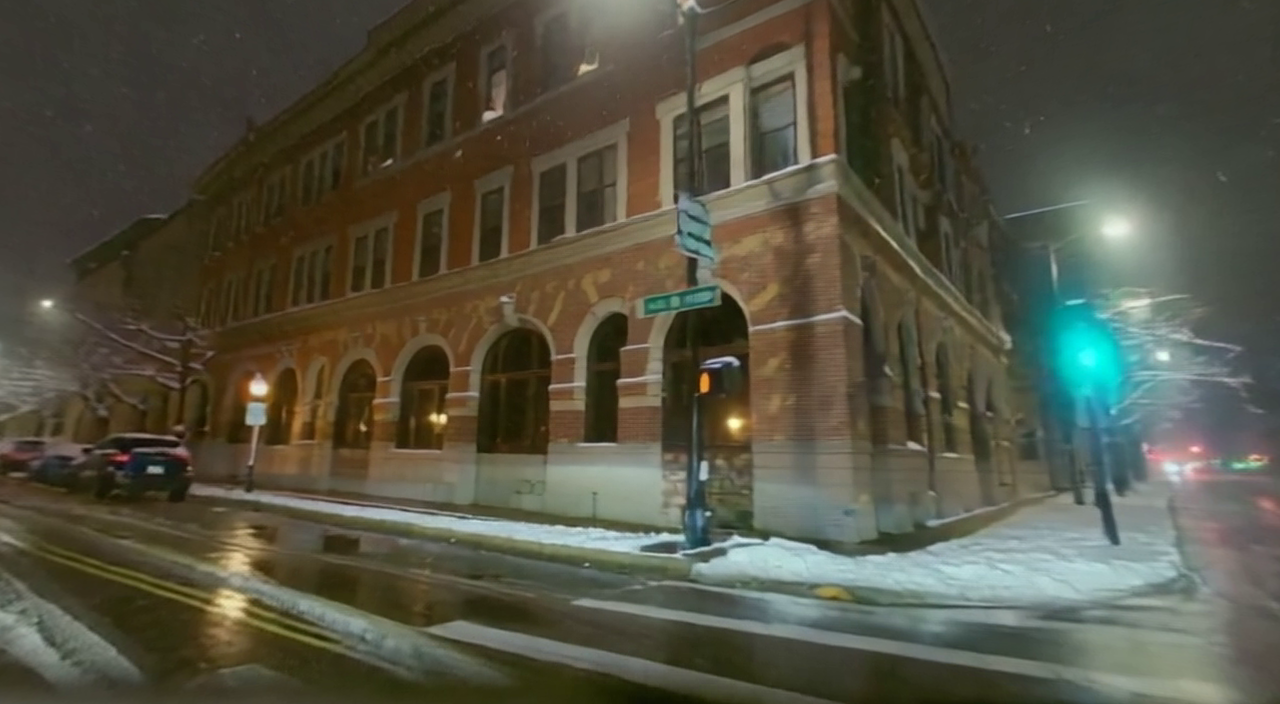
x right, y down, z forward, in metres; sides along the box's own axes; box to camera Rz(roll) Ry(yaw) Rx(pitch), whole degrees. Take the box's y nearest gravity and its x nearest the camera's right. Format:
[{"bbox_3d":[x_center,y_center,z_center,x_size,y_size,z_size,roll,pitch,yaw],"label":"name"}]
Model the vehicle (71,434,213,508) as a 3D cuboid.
[{"bbox_3d":[-14.154,3.290,17.833,4.518,1.804,1.953,-7,-11,37],"label":"vehicle"}]
